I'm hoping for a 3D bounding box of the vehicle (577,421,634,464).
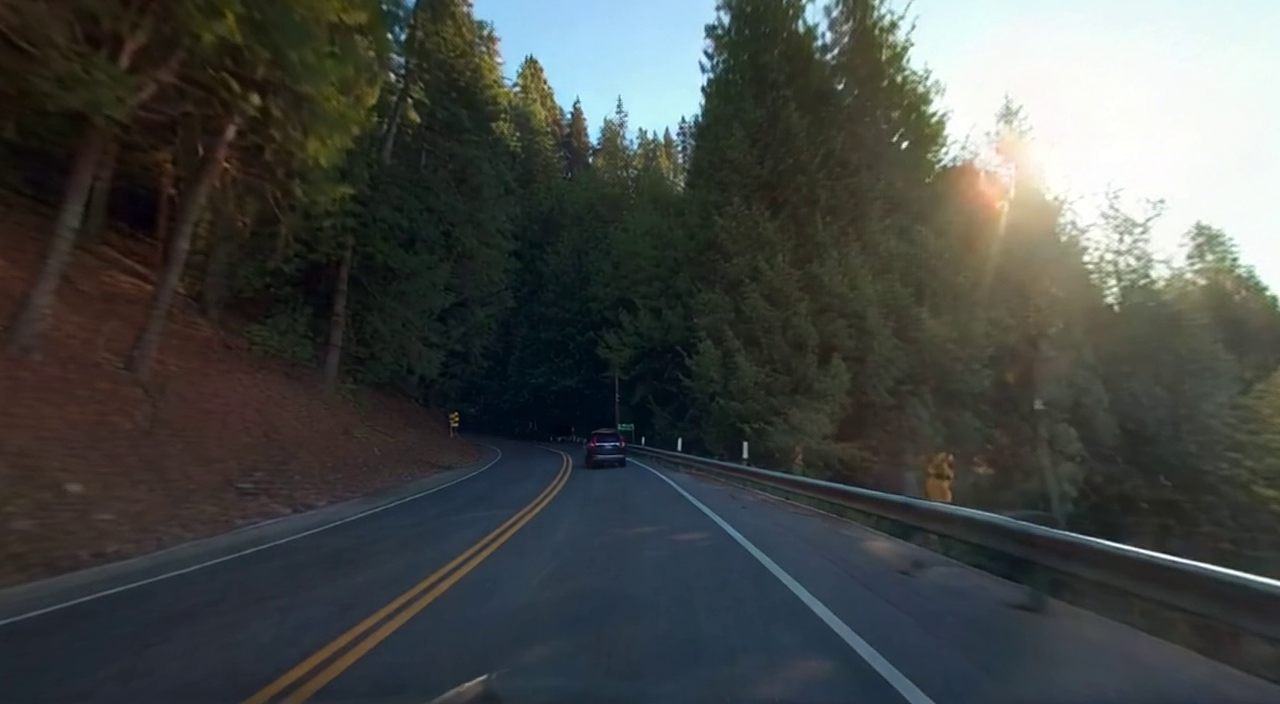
[{"bbox_3d":[-1.869,4.587,31.822,2.469,1.953,5.605,1,-9,-7],"label":"vehicle"}]
